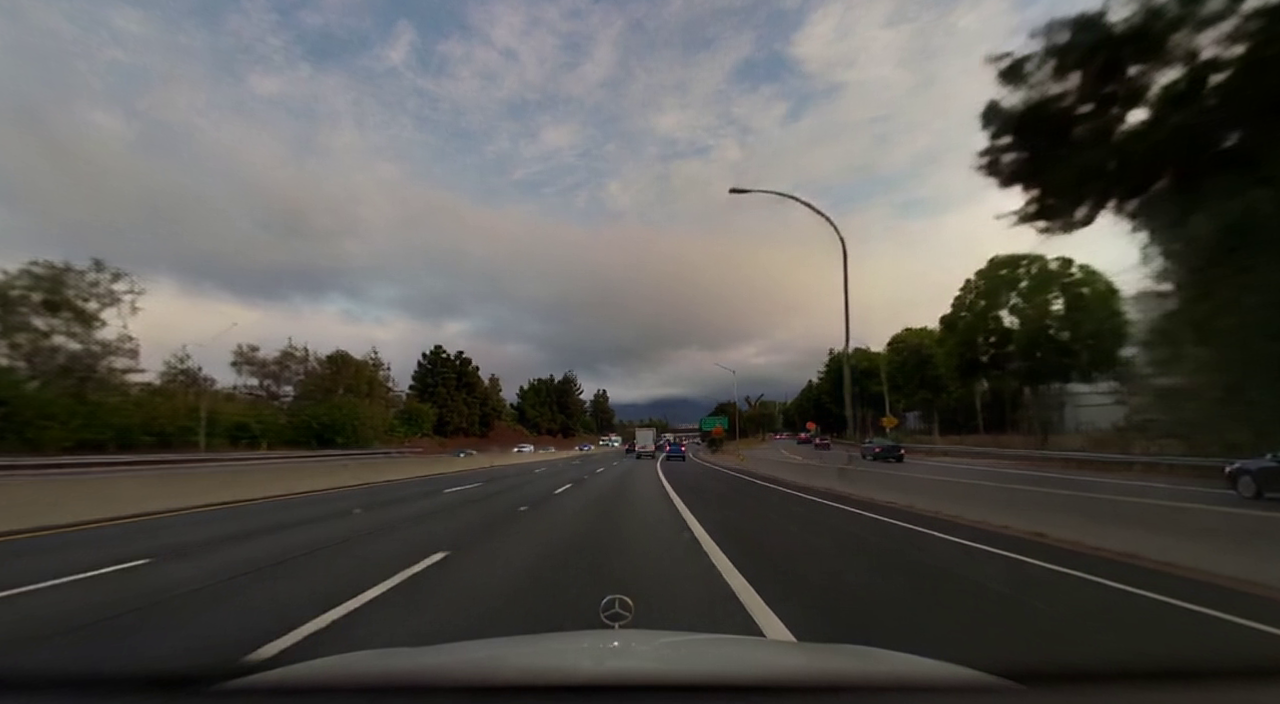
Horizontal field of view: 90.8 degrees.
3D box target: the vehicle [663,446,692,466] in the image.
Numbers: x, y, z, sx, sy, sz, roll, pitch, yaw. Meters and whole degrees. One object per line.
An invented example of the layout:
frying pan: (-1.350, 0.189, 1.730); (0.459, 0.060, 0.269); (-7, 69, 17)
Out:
vehicle: (2.916, 8.169, 49.749); (2.069, 1.476, 4.197); (0, -9, 0)
